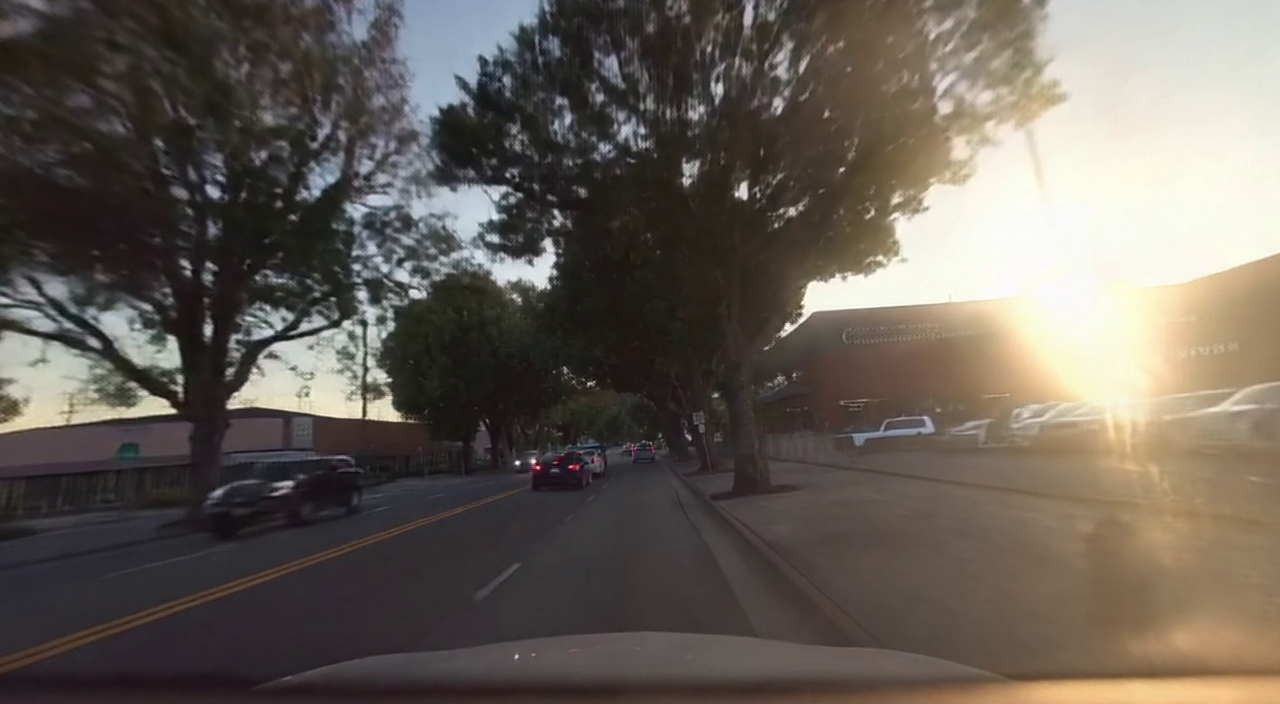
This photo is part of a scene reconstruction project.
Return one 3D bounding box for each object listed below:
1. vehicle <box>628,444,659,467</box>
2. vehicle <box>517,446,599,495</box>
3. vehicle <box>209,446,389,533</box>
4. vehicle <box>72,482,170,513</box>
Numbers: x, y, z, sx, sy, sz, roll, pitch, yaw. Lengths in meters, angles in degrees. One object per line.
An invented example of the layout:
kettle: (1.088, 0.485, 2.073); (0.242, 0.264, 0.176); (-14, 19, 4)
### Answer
vehicle: (0.178, 6.977, 42.806); (2.020, 1.478, 3.922); (0, -8, -1)
vehicle: (-2.567, 3.839, 20.948); (2.099, 1.424, 4.609); (0, -8, 0)
vehicle: (-8.507, 3.391, 16.354); (1.995, 1.880, 4.703); (0, -8, 0)
vehicle: (-34.634, 9.731, 42.141); (4.558, 1.819, 2.094); (1, -10, 0)
